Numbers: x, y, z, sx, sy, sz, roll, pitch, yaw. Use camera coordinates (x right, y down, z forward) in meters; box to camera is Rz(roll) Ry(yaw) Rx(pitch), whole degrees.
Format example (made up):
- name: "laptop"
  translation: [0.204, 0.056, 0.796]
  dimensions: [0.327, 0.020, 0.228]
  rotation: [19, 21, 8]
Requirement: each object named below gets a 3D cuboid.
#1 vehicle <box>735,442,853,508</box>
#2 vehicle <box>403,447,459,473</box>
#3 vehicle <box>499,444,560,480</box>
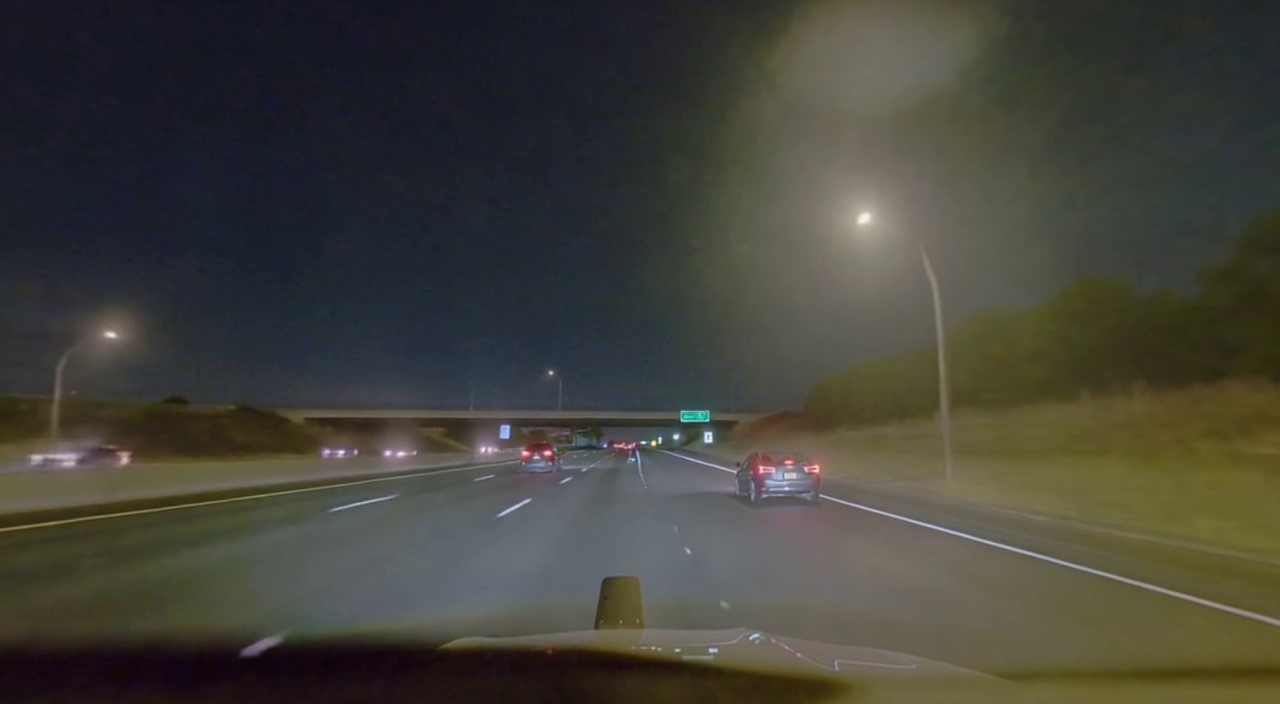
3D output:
- name: "vehicle"
  translation: [3.951, 3.237, 17.039]
  dimensions: [2.079, 1.535, 4.316]
  rotation: [0, -9, 0]
- name: "vehicle"
  translation: [-12.947, 6.688, 39.387]
  dimensions: [1.919, 1.497, 4.765]
  rotation: [0, -9, -1]
- name: "vehicle"
  translation: [-5.121, 5.154, 29.776]
  dimensions: [2.072, 1.545, 4.687]
  rotation: [0, -9, -1]
